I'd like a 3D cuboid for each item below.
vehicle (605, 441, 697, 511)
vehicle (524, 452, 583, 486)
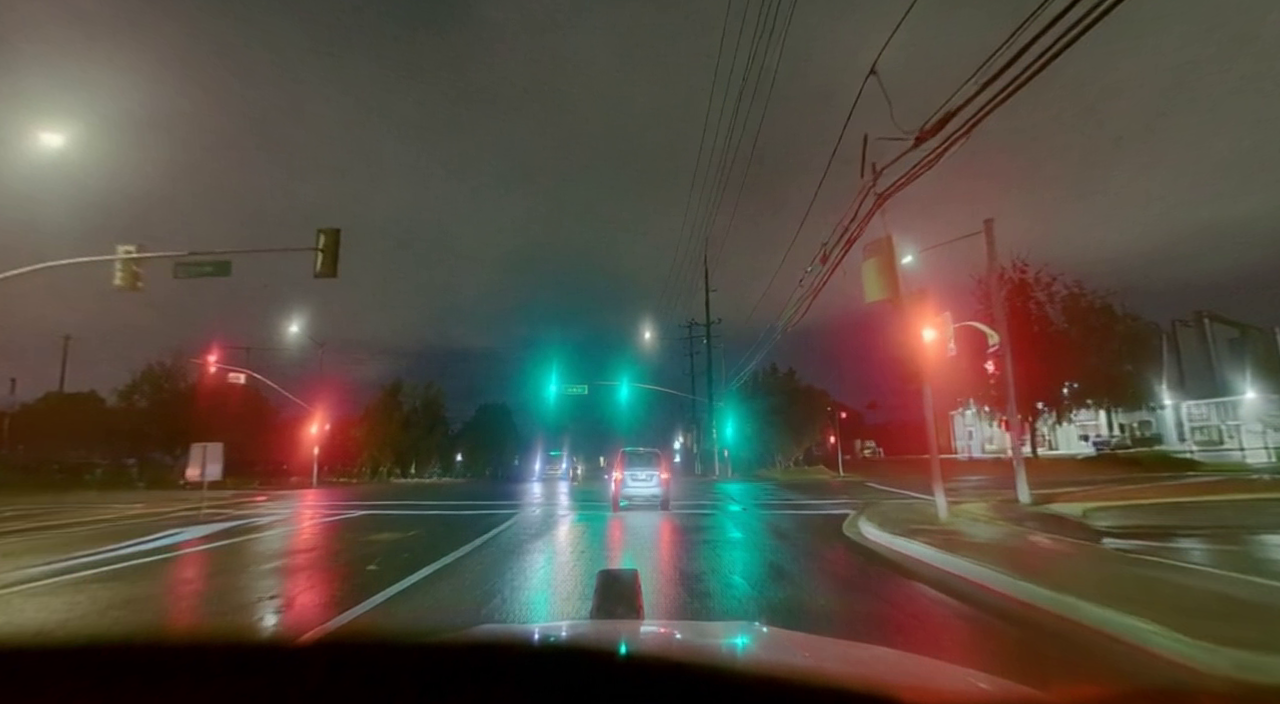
[{"bbox_3d":[0.250,3.227,16.943,2.156,1.636,3.923,0,-9,0],"label":"vehicle"},{"bbox_3d":[-4.074,5.623,30.592,2.153,1.474,4.284,0,-9,1],"label":"vehicle"}]
